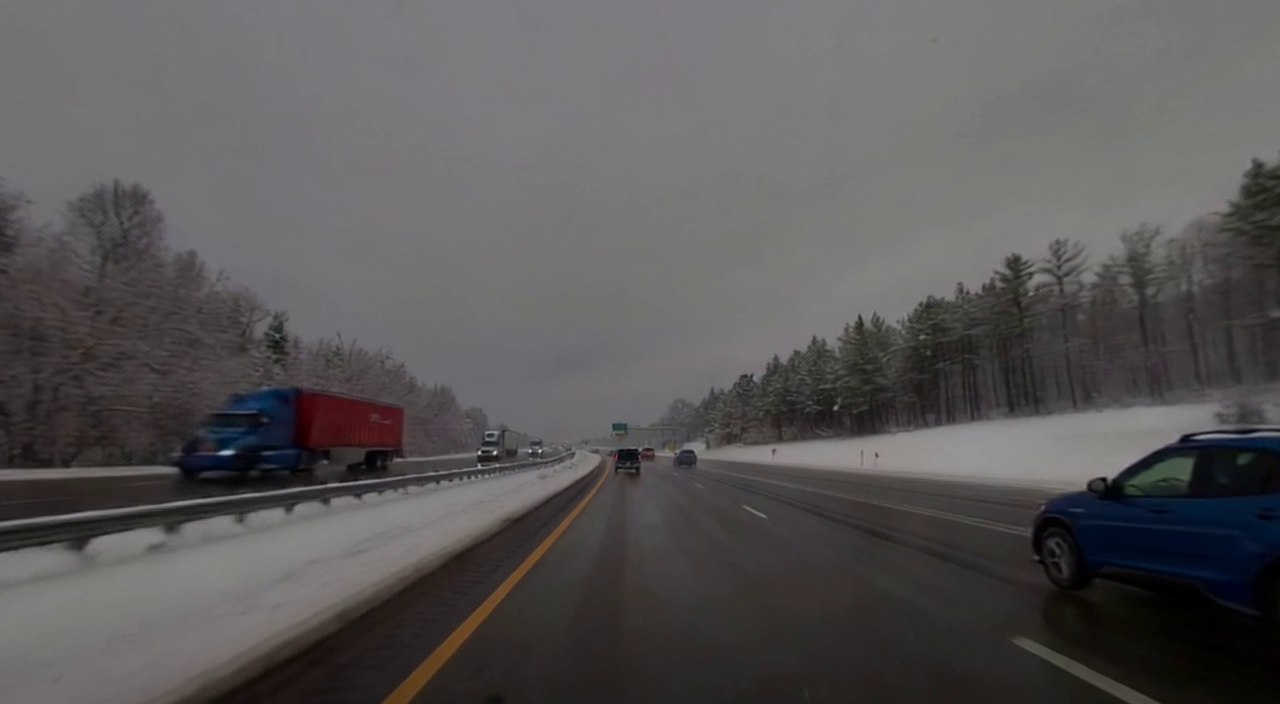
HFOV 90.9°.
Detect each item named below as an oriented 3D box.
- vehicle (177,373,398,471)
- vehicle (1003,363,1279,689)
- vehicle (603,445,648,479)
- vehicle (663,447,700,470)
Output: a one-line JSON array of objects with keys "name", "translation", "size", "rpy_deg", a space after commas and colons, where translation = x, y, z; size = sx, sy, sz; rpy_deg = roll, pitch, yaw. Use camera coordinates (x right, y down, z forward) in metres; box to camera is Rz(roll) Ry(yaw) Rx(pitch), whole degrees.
[{"name": "vehicle", "translation": [-17.245, 4.101, 33.472], "size": [2.901, 3.920, 16.383], "rpy_deg": [0, -9, -2]}, {"name": "vehicle", "translation": [4.228, 0.933, 3.513], "size": [2.013, 1.623, 3.916], "rpy_deg": [0, -9, 0]}, {"name": "vehicle", "translation": [-0.717, 5.275, 30.368], "size": [2.050, 1.534, 3.771], "rpy_deg": [0, -9, -2]}, {"name": "vehicle", "translation": [2.862, 7.463, 44.375], "size": [2.008, 1.504, 4.291], "rpy_deg": [1, -9, -4]}]
